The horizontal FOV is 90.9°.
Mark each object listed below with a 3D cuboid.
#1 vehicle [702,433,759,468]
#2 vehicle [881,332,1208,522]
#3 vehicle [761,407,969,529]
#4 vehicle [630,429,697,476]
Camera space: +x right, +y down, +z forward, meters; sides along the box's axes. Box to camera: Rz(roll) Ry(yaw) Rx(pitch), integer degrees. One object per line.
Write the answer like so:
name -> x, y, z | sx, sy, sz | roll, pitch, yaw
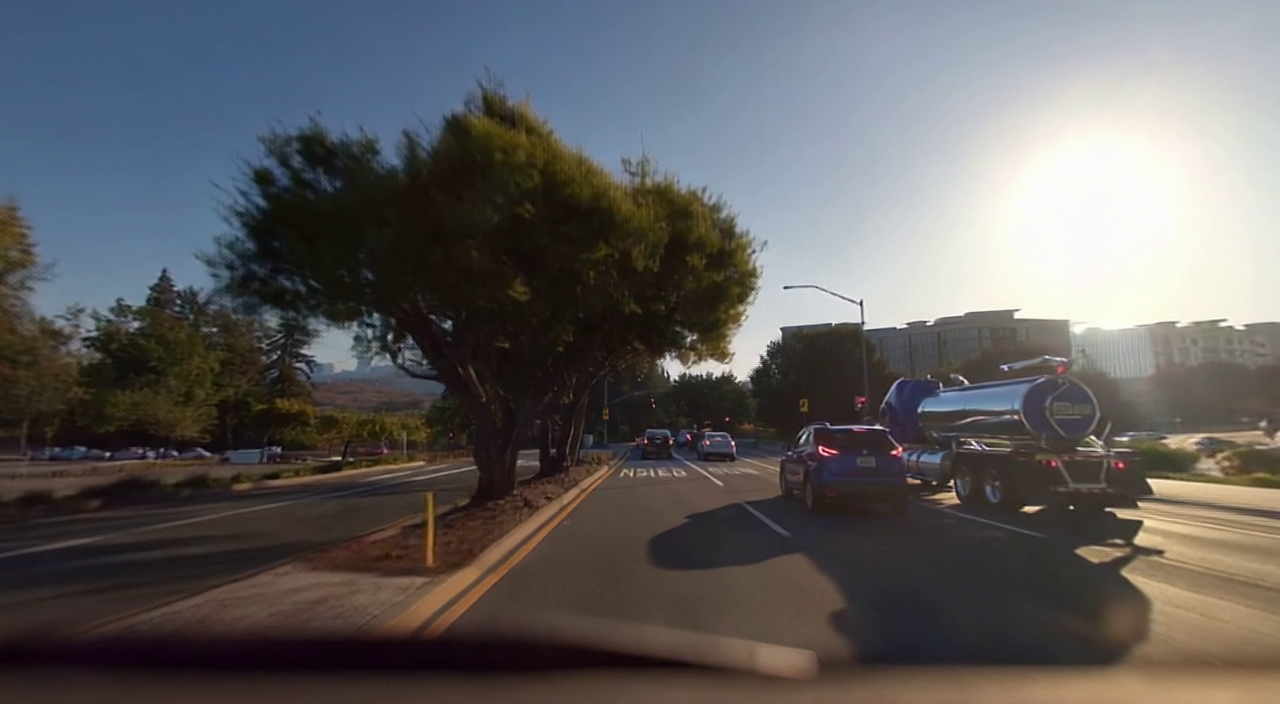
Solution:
vehicle -> 4.016, 4.450, 28.554 | 1.917, 1.475, 4.081 | 0, -8, -1
vehicle -> 8.031, 1.704, 13.858 | 2.849, 3.207, 6.275 | 0, -8, -1
vehicle -> 3.654, 1.997, 11.332 | 2.045, 1.729, 4.532 | 0, -8, 0
vehicle -> 0.774, 3.549, 22.429 | 2.148, 1.488, 4.002 | 0, -8, 1
